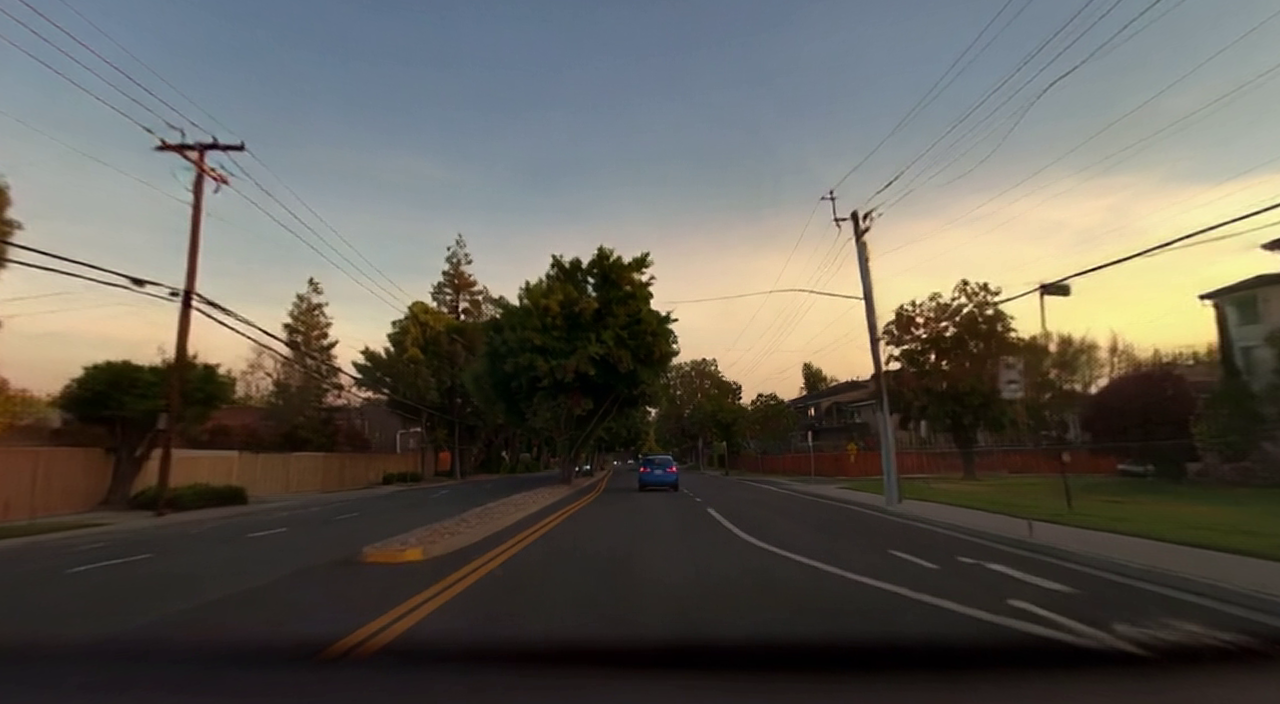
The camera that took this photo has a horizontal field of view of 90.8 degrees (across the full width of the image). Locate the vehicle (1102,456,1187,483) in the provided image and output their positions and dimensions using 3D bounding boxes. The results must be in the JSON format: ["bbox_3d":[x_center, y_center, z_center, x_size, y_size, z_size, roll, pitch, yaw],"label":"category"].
[{"bbox_3d":[36.876,8.618,46.277,4.461,1.828,2.165,1,-9,-5],"label":"vehicle"}]

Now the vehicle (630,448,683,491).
[{"bbox_3d":[0.652,5.113,27.802,2.139,1.699,3.916,0,-8,-1],"label":"vehicle"}]
